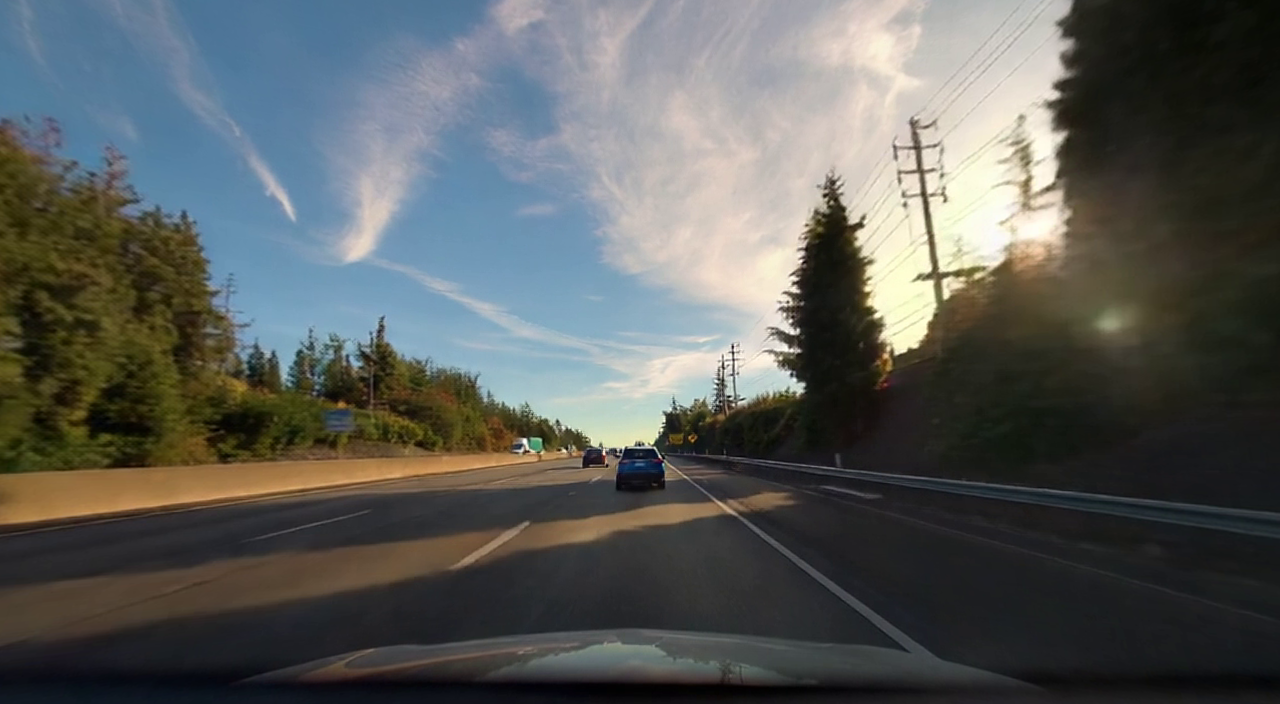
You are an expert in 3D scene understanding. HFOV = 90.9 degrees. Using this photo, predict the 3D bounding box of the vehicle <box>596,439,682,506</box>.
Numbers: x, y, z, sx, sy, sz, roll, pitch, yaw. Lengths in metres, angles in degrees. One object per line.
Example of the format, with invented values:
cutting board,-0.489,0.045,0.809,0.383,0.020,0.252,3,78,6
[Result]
vehicle,-0.062,3.103,16.628,1.966,1.499,4.298,0,-9,-1
